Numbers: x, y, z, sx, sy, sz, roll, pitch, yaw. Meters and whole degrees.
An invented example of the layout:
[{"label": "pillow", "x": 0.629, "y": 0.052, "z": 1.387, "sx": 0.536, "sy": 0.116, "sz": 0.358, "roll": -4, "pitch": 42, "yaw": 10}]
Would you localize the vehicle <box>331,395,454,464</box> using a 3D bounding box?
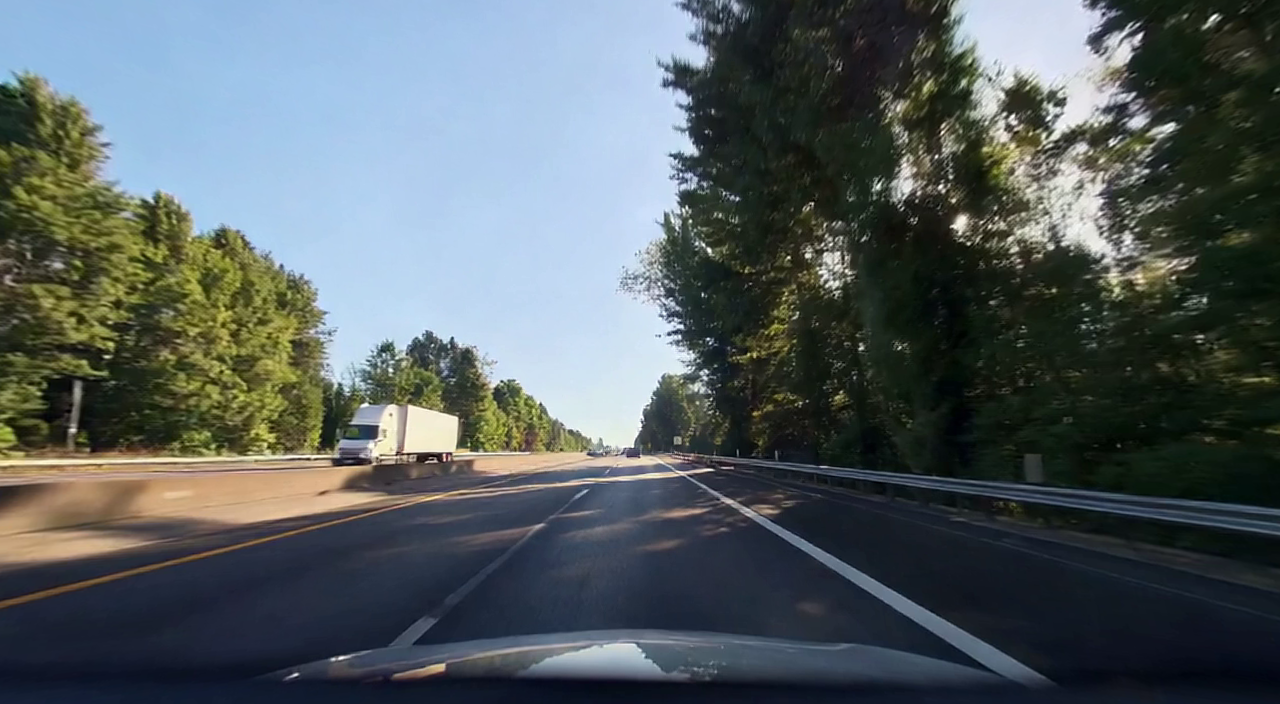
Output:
[{"label": "vehicle", "x": -16.770, "y": 5.680, "z": 44.468, "sx": 2.924, "sy": 4.069, "sz": 14.387, "roll": 0, "pitch": -9, "yaw": 0}]
